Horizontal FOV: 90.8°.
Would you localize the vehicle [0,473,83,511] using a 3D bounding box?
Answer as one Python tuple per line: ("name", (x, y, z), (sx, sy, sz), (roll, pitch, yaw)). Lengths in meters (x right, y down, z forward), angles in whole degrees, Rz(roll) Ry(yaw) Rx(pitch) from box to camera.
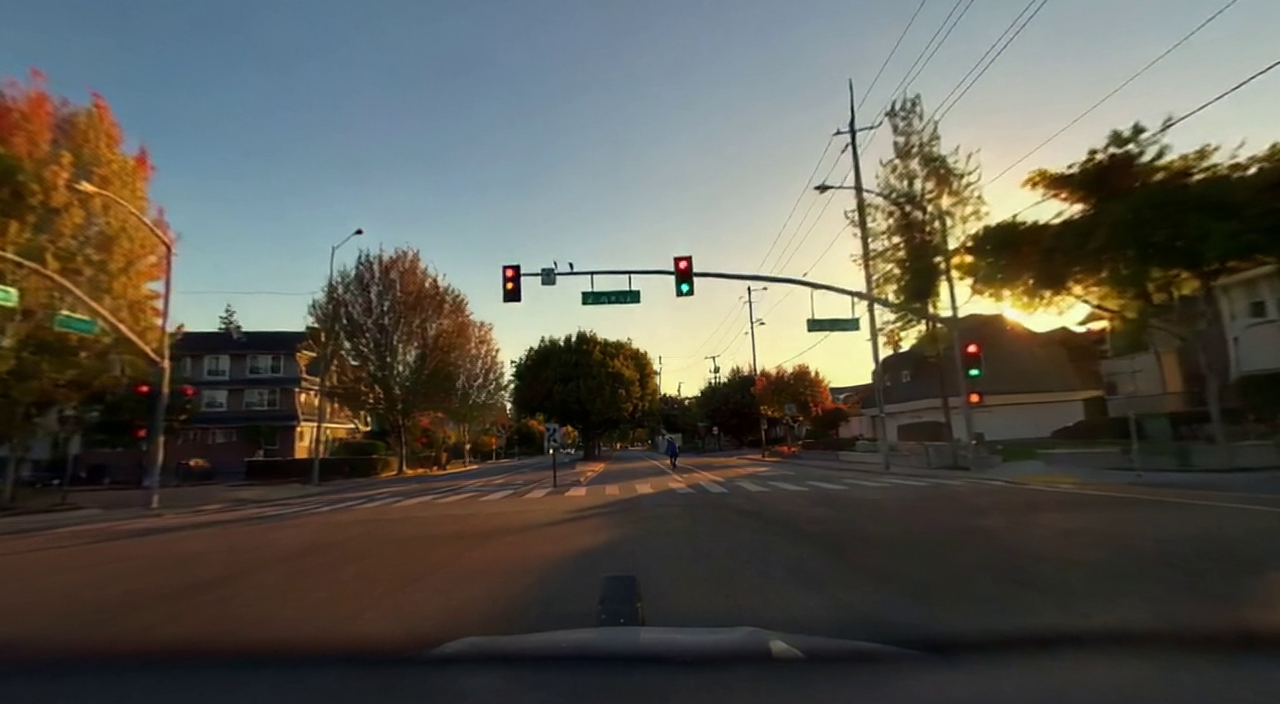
("vehicle", (-28.915, 6.546, 29.779), (1.974, 1.457, 4.248), (1, -9, -11))
